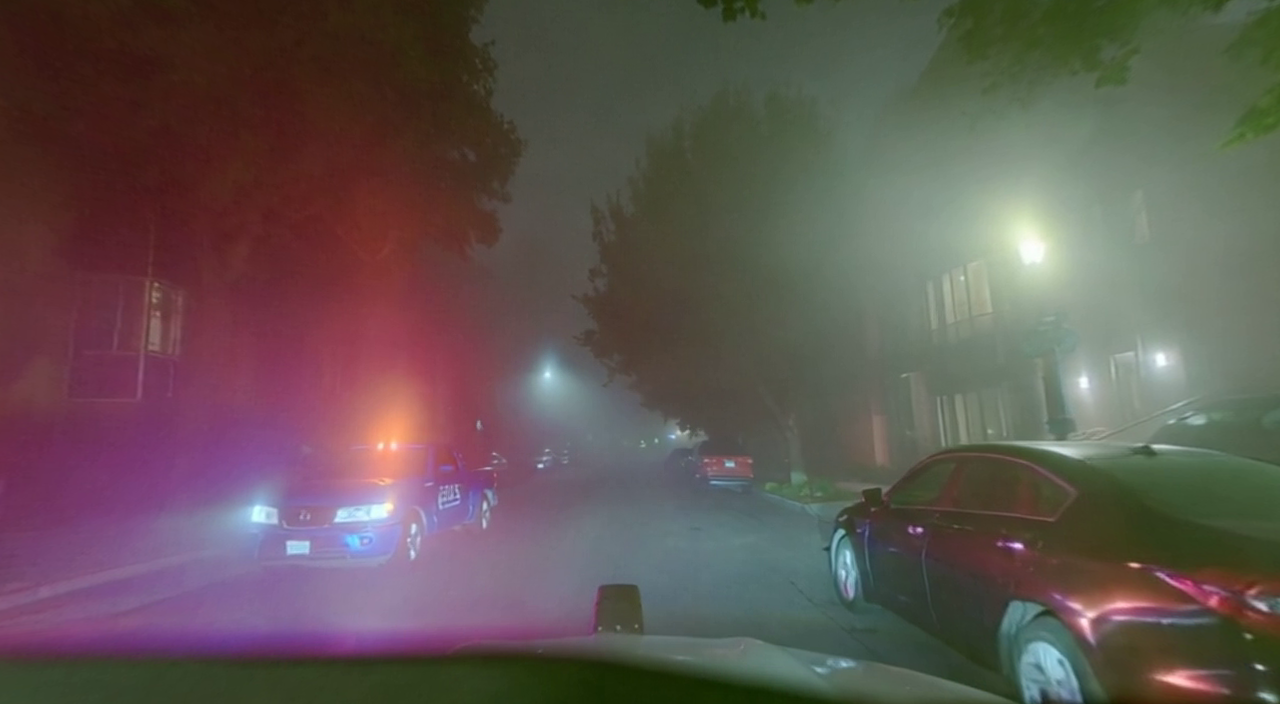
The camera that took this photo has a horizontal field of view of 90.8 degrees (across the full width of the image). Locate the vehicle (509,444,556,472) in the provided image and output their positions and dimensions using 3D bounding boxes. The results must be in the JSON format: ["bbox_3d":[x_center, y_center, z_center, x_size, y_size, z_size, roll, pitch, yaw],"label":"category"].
[{"bbox_3d":[-6.411,6.372,38.175,1.959,1.490,4.361,0,-7,1],"label":"vehicle"}]

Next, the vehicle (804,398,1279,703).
[{"bbox_3d":[2.603,1.145,3.596,1.845,1.479,4.727,0,-8,-3],"label":"vehicle"}]

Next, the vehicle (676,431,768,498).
[{"bbox_3d":[2.174,3.115,17.862,1.878,1.664,4.033,0,-8,-3],"label":"vehicle"}]

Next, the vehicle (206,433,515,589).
[{"bbox_3d":[-3.231,1.901,8.522,1.966,1.515,4.394,0,-8,3],"label":"vehicle"}]
